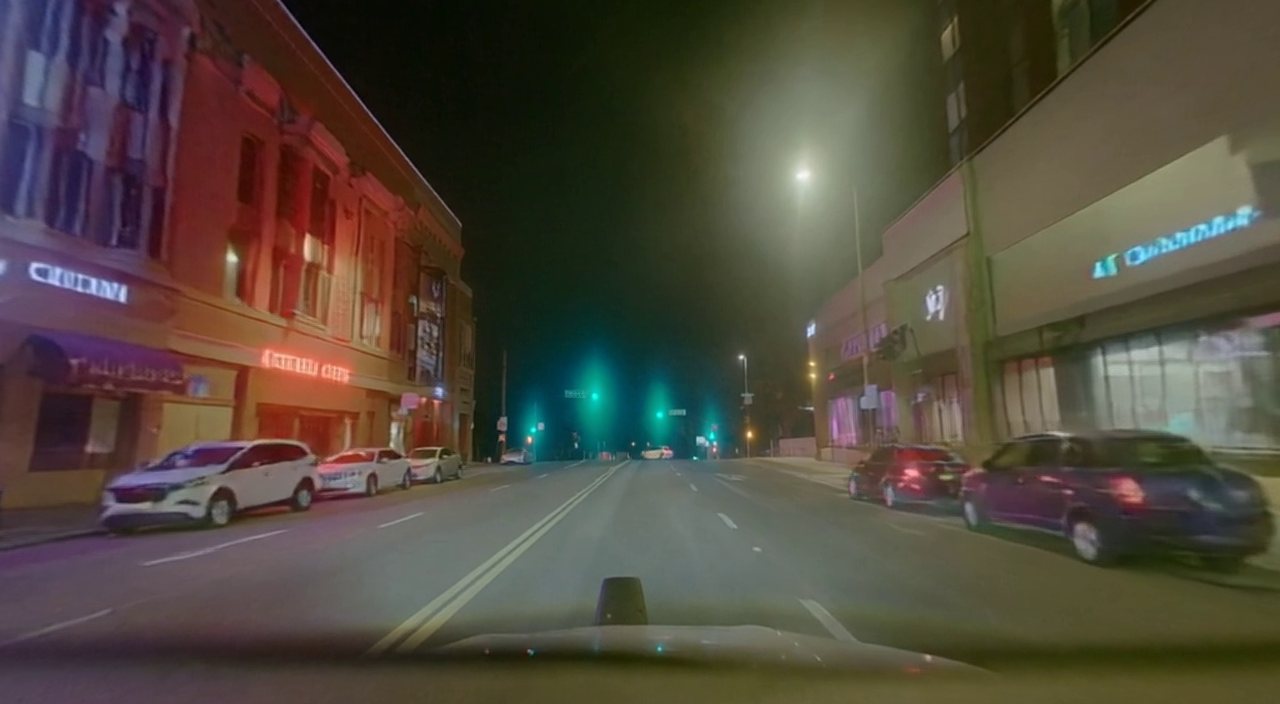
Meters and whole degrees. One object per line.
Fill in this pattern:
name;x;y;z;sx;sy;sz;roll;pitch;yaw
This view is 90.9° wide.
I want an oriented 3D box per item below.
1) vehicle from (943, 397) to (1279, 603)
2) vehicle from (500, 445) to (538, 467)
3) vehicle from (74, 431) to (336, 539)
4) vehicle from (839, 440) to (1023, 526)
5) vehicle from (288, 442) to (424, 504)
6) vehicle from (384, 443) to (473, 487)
vehicle;5.941;1.668;8.075;1.922;1.871;4.477;0;-8;1
vehicle;-8.849;7.620;46.342;1.908;1.529;4.522;0;-8;-1
vehicle;-8.821;2.704;13.531;2.140;1.861;4.801;-1;-9;1
vehicle;6.139;2.774;14.054;1.989;1.571;4.607;0;-8;1
vehicle;-8.891;3.792;20.350;2.004;1.709;4.941;0;-8;1
vehicle;-8.646;4.640;26.300;1.961;1.627;4.634;-1;-8;2
